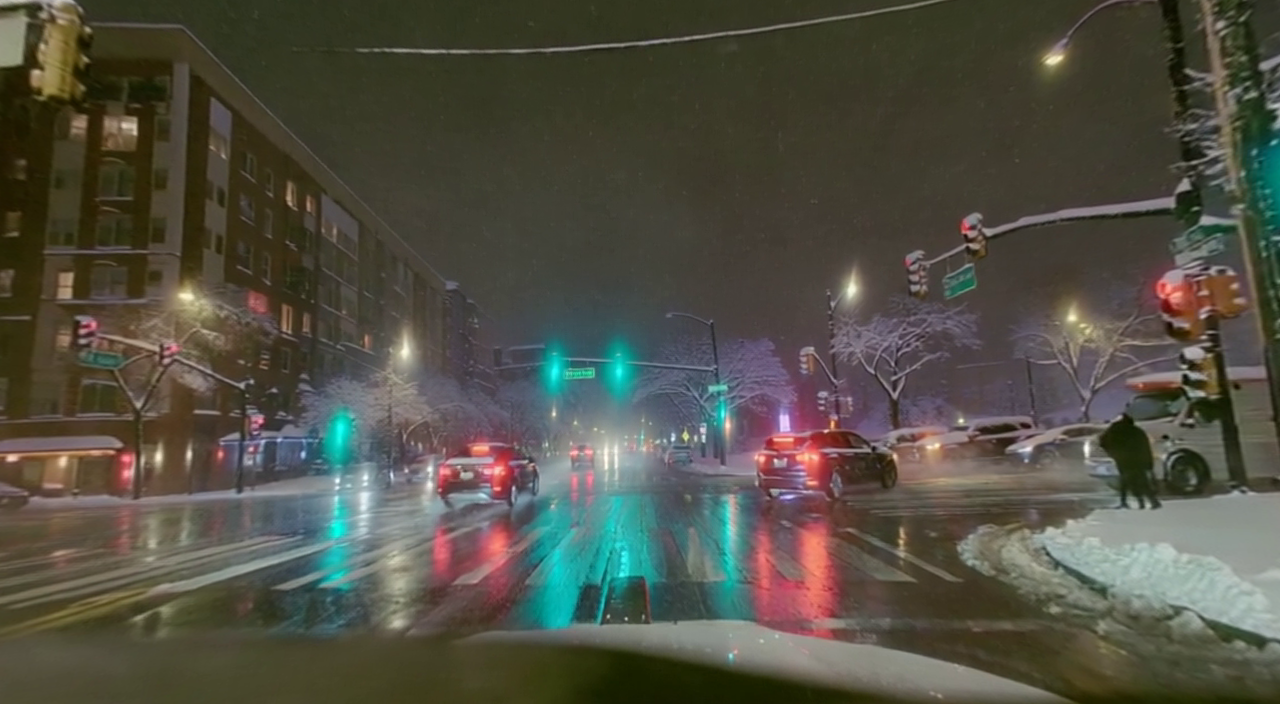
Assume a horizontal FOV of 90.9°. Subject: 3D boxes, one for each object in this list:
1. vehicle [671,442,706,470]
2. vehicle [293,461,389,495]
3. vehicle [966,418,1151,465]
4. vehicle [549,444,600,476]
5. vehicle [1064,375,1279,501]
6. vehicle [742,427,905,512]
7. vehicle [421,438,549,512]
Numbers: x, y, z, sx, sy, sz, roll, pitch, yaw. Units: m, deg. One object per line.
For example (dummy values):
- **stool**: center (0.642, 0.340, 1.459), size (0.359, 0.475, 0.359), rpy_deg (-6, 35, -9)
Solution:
- **vehicle**: center (3.284, 7.062, 43.003), size (1.924, 1.765, 3.954), rpy_deg (0, -8, -2)
- **vehicle**: center (-15.290, 6.463, 32.562), size (1.999, 1.466, 4.535), rpy_deg (-2, -9, 14)
- **vehicle**: center (13.930, 3.015, 21.217), size (4.801, 1.497, 1.895), rpy_deg (0, -8, 1)
- **vehicle**: center (-3.191, 5.358, 31.523), size (1.916, 1.487, 4.535), rpy_deg (0, -8, 2)
- **vehicle**: center (11.945, 1.683, 12.347), size (5.523, 2.219, 2.251), rpy_deg (0, -8, 1)
- **vehicle**: center (4.120, 2.427, 13.596), size (2.153, 1.480, 4.540), rpy_deg (-5, -10, 32)
- **vehicle**: center (-3.442, 2.786, 14.763), size (1.973, 1.496, 3.713), rpy_deg (0, -8, 1)
